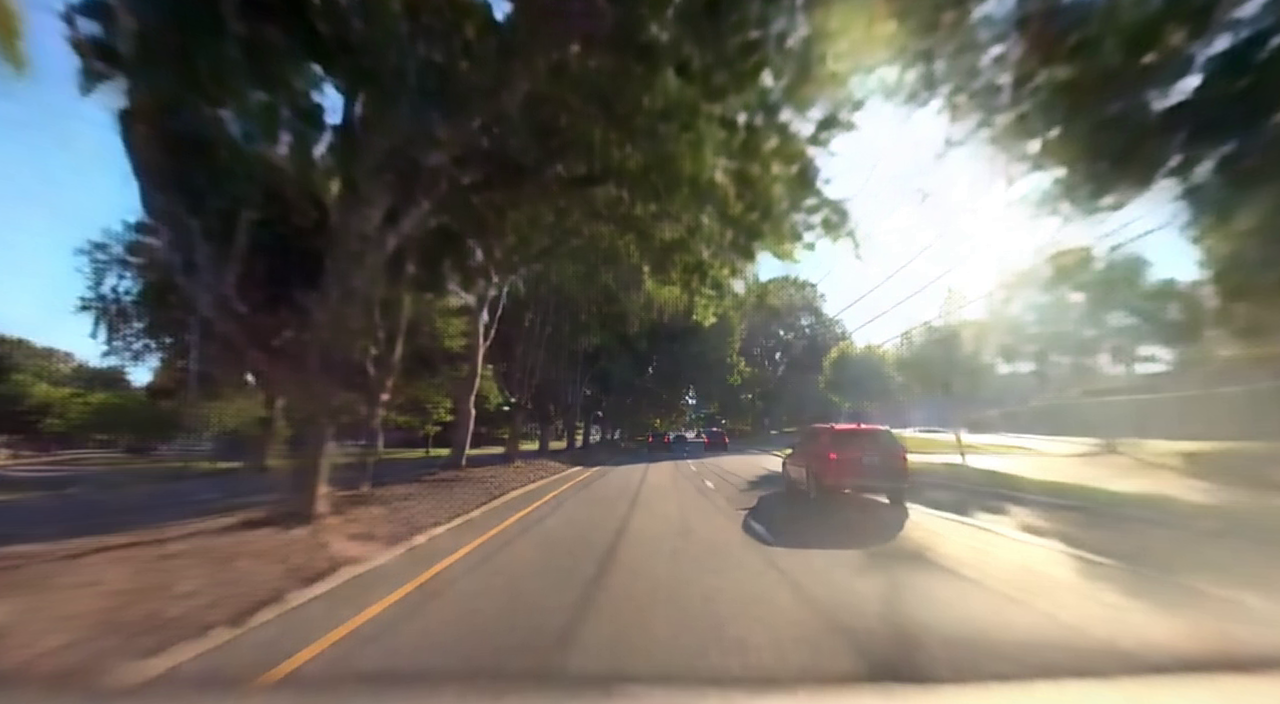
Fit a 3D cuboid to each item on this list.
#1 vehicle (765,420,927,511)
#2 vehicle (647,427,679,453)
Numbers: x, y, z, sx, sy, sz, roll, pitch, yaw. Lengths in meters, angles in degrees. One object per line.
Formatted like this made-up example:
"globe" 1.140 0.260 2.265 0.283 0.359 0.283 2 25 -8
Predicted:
"vehicle" 3.951 2.232 12.983 1.881 1.512 4.294 -1 -8 1
"vehicle" 1.730 6.426 46.175 2.163 1.746 4.073 -1 -8 4
